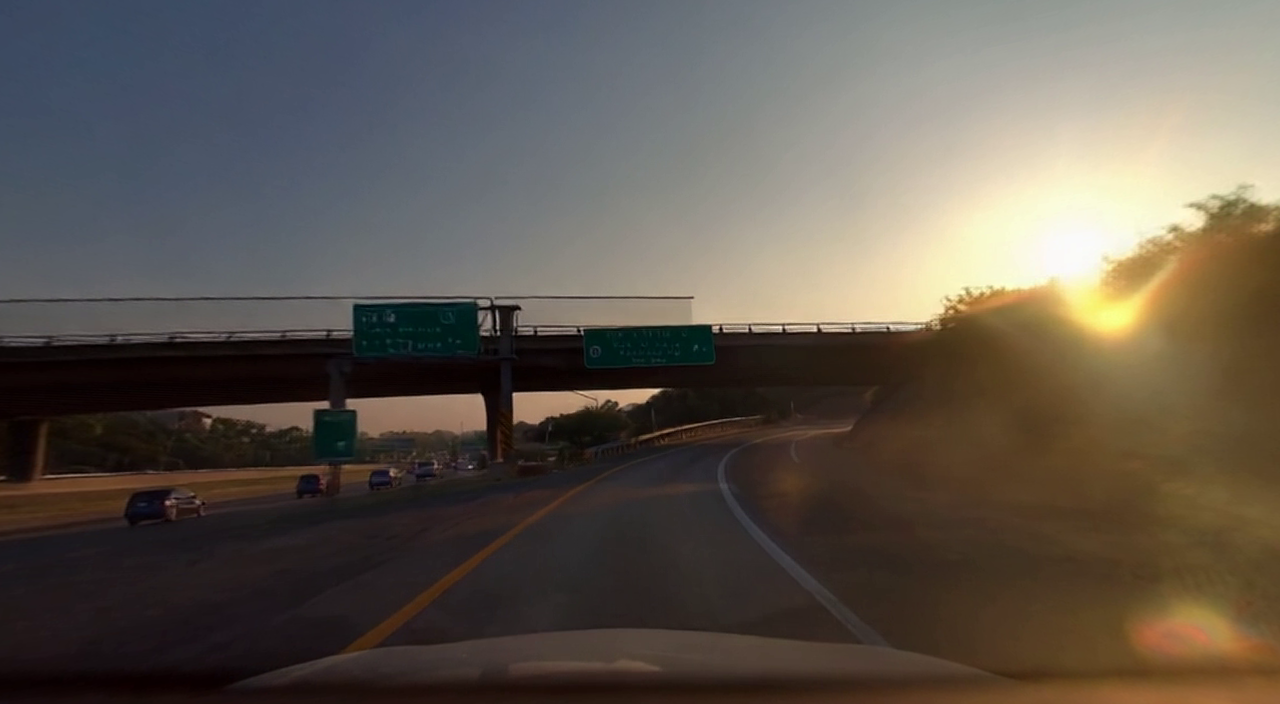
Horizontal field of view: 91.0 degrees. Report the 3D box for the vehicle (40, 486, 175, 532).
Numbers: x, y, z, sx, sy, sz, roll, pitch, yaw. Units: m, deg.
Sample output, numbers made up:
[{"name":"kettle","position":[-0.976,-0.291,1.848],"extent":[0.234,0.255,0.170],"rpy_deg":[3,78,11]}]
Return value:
[{"name":"vehicle","position":[-22.809,6.703,27.281],"extent":[2.045,1.513,4.795],"rpy_deg":[0,-9,-6]}]
